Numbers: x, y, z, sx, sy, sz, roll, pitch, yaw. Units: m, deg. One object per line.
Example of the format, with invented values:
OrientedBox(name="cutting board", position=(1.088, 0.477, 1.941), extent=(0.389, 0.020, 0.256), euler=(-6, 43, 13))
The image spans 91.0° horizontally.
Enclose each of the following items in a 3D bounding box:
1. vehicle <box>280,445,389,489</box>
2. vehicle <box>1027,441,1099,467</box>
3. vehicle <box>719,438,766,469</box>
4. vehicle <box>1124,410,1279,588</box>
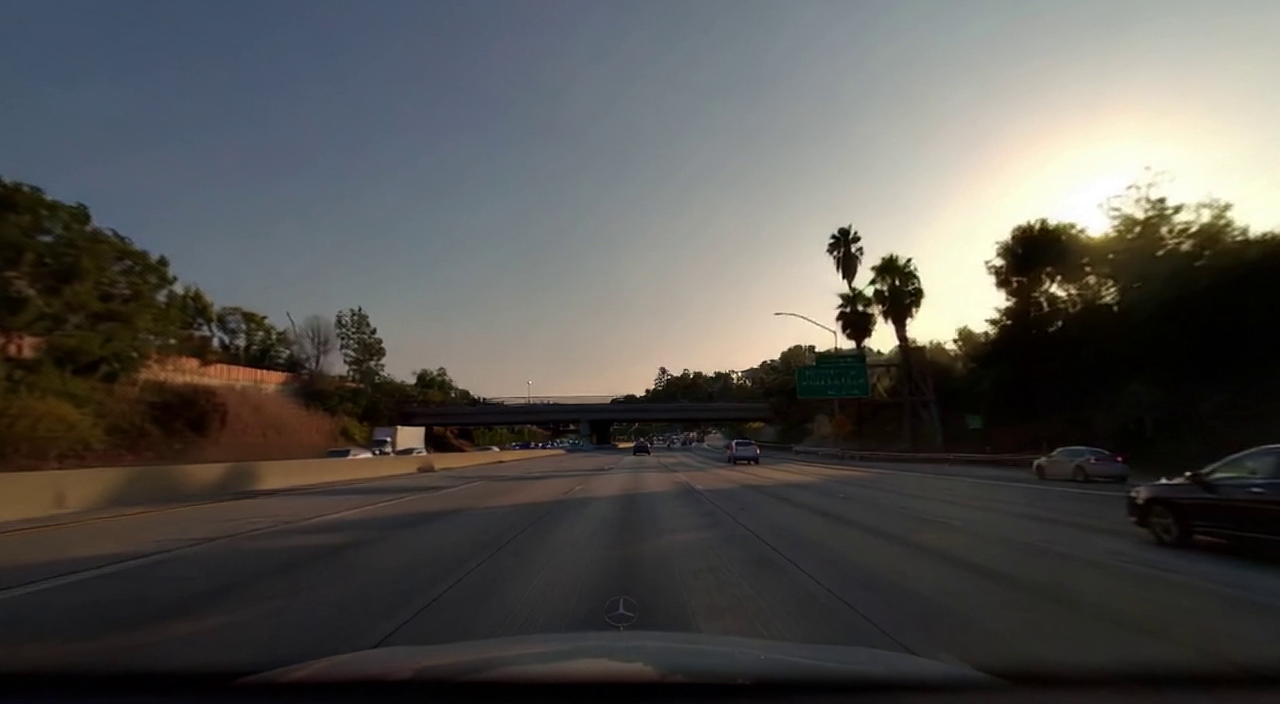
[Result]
OrientedBox(name="vehicle", position=(-12.275, 4.623, 25.725), extent=(1.946, 1.614, 4.913), euler=(0, -8, 0))
OrientedBox(name="vehicle", position=(28.260, 6.792, 42.258), extent=(1.961, 1.641, 4.335), euler=(-1, -8, 3))
OrientedBox(name="vehicle", position=(5.916, 5.901, 36.642), extent=(2.035, 1.704, 3.867), euler=(0, -8, 0))
OrientedBox(name="vehicle", position=(6.845, 1.287, 5.374), extent=(1.902, 1.623, 4.360), euler=(0, -8, 0))
